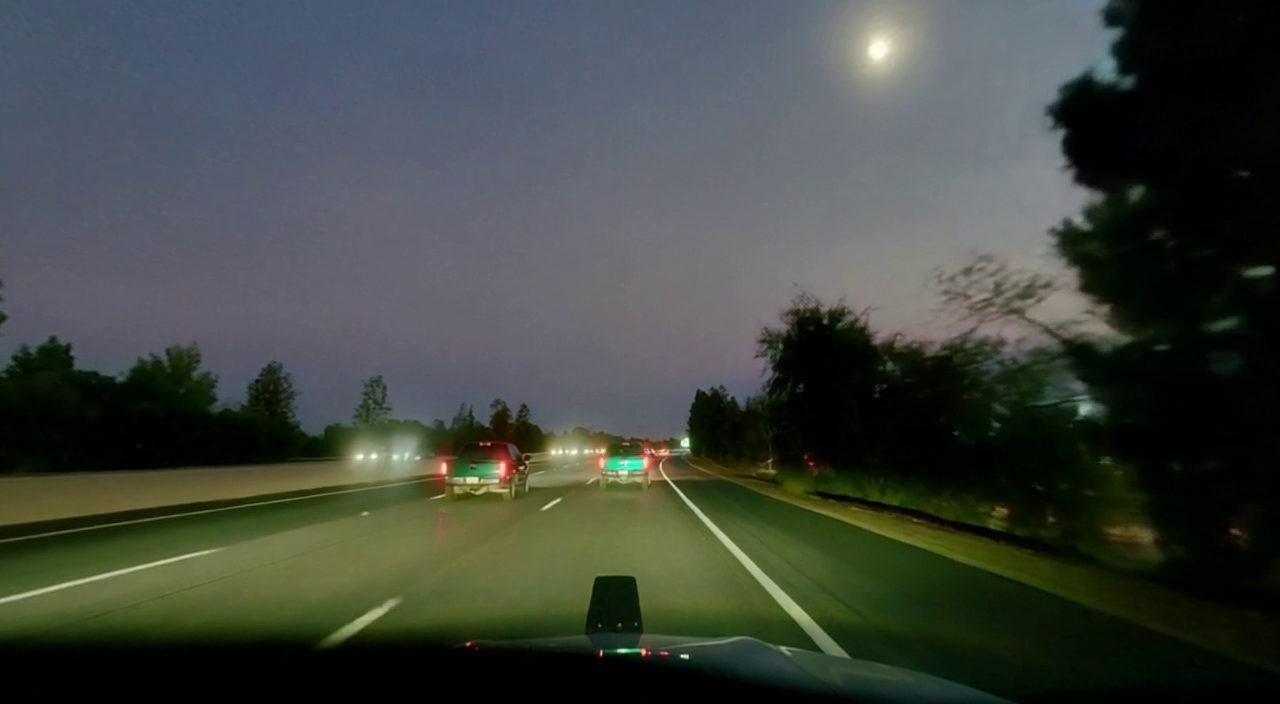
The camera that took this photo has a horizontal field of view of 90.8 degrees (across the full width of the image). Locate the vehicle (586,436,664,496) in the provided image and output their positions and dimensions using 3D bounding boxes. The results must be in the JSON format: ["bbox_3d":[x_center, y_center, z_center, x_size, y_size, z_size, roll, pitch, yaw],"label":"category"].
[{"bbox_3d":[-0.418,3.687,20.836,2.293,1.753,4.380,0,-8,1],"label":"vehicle"}]

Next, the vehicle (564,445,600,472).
[{"bbox_3d":[-4.042,7.518,44.683,1.991,1.776,4.333,0,-8,2],"label":"vehicle"}]

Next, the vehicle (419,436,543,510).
[{"bbox_3d":[-4.129,3.221,17.429,2.038,1.704,5.181,0,-8,0],"label":"vehicle"}]

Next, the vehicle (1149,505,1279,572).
[{"bbox_3d":[20.252,6.311,21.782,1.956,1.594,4.425,-1,-8,5],"label":"vehicle"}]
